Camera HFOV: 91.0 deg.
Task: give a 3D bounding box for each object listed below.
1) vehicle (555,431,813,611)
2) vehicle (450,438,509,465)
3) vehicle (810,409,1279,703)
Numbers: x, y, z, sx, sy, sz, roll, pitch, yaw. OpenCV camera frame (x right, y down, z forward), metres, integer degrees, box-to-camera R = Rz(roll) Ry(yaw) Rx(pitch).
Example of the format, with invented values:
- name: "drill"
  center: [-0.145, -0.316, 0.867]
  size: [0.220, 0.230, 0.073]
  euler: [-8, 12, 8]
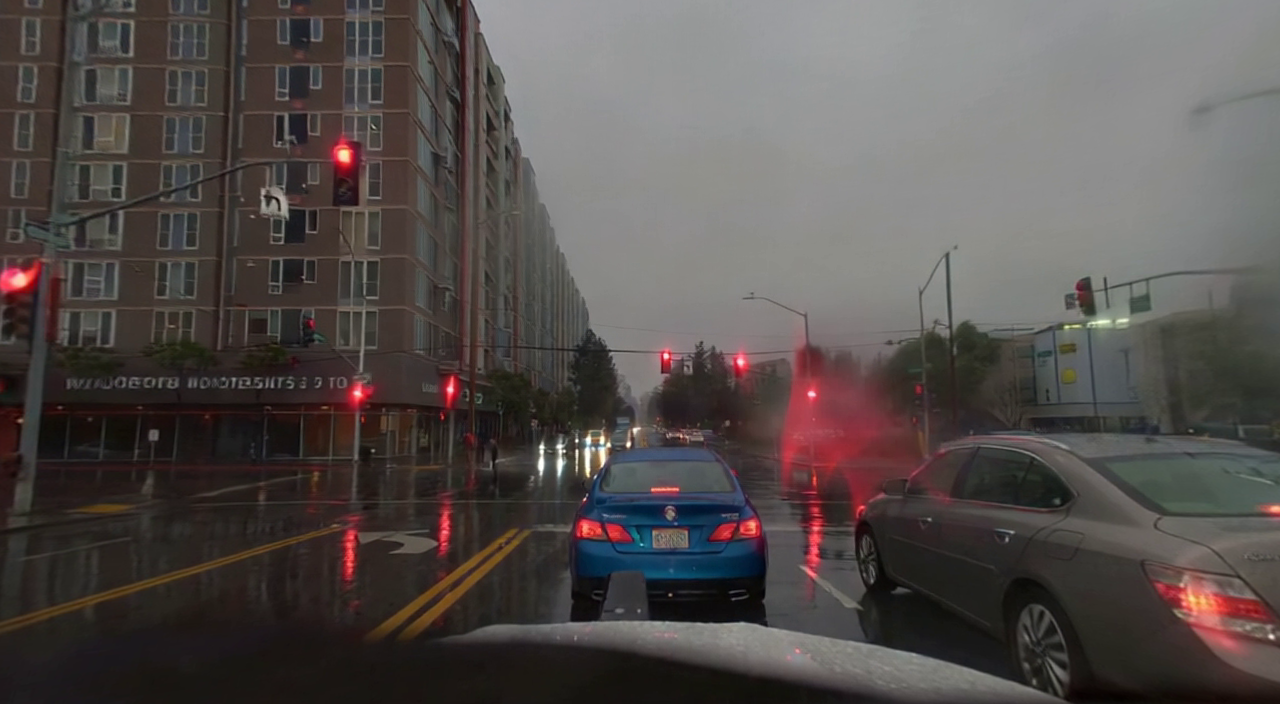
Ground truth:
- name: "vehicle"
  center: [0.290, 1.696, 7.301]
  size: [2.132, 1.464, 4.089]
  euler: [0, -8, -2]
- name: "vehicle"
  center: [-9.997, 6.254, 39.559]
  size: [2.030, 1.596, 3.912]
  euler: [-2, -9, 11]
- name: "vehicle"
  center: [2.820, 1.286, 4.551]
  size: [1.961, 1.498, 4.356]
  euler: [0, -8, 0]
